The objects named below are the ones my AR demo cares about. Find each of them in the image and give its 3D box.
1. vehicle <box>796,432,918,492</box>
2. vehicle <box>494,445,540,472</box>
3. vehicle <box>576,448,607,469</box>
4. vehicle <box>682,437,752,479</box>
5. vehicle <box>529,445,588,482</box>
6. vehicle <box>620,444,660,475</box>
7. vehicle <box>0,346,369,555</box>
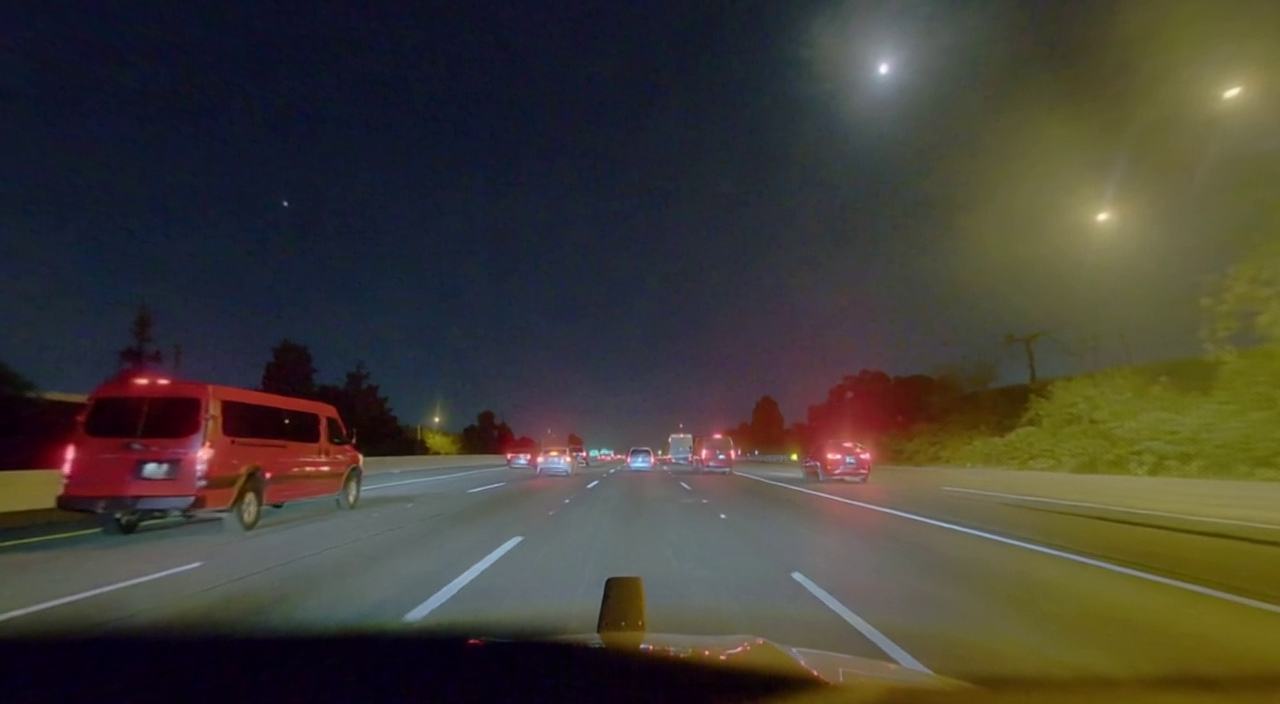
[{"bbox_3d":[7.422,3.832,22.430,2.304,1.840,5.706,0,-9,0],"label":"vehicle"},{"bbox_3d":[-7.638,6.655,39.558,1.961,1.562,4.301,0,-9,1],"label":"vehicle"},{"bbox_3d":[-3.555,7.885,47.100,1.987,1.466,4.341,0,-9,0],"label":"vehicle"},{"bbox_3d":[3.700,5.254,31.551,2.777,1.895,5.710,0,-9,0],"label":"vehicle"},{"bbox_3d":[-3.493,4.860,27.733,1.970,1.483,4.071,0,-9,1],"label":"vehicle"},{"bbox_3d":[0.010,5.950,35.218,2.115,1.617,4.102,0,-9,1],"label":"vehicle"},{"bbox_3d":[-7.563,1.748,11.498,2.336,2.708,6.421,0,-9,0],"label":"vehicle"}]
